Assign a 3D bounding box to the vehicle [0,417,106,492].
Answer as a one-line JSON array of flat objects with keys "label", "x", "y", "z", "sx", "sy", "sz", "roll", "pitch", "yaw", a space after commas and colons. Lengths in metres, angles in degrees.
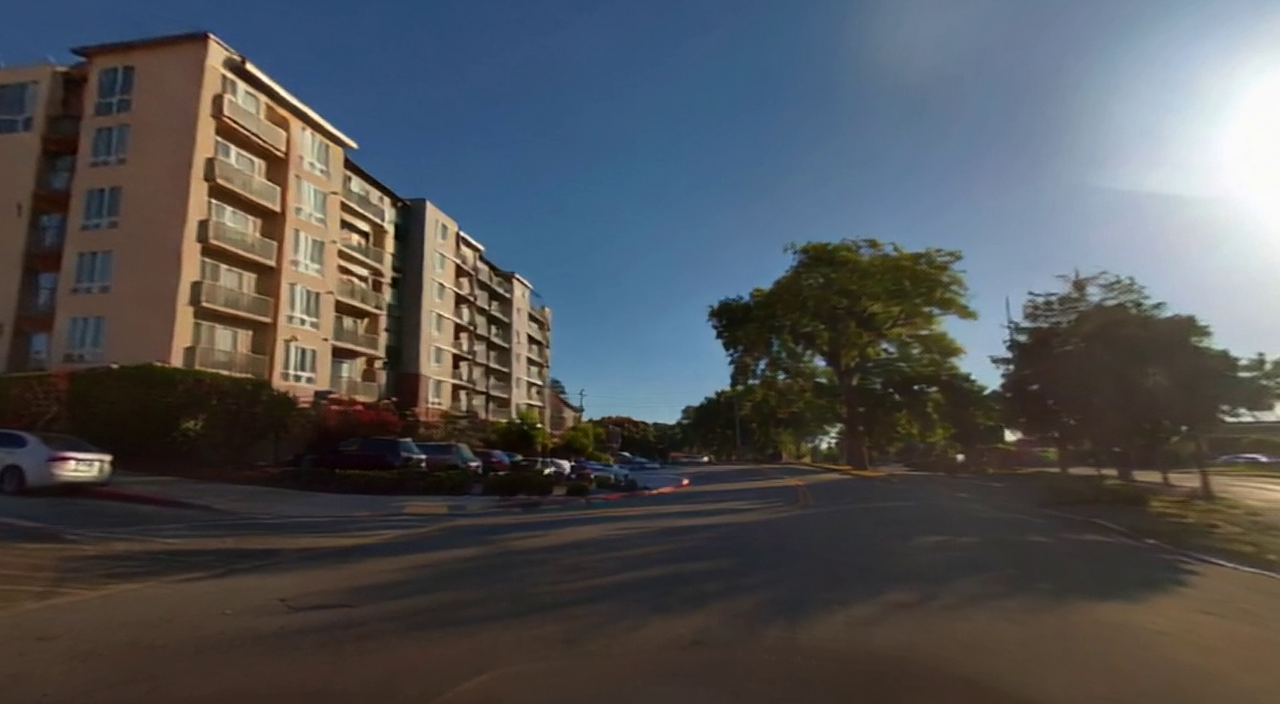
[{"label": "vehicle", "x": -14.204, "y": 2.220, "z": 13.800, "sx": 4.322, "sy": 1.436, "sz": 1.827, "roll": -3, "pitch": -9, "yaw": 19}]
